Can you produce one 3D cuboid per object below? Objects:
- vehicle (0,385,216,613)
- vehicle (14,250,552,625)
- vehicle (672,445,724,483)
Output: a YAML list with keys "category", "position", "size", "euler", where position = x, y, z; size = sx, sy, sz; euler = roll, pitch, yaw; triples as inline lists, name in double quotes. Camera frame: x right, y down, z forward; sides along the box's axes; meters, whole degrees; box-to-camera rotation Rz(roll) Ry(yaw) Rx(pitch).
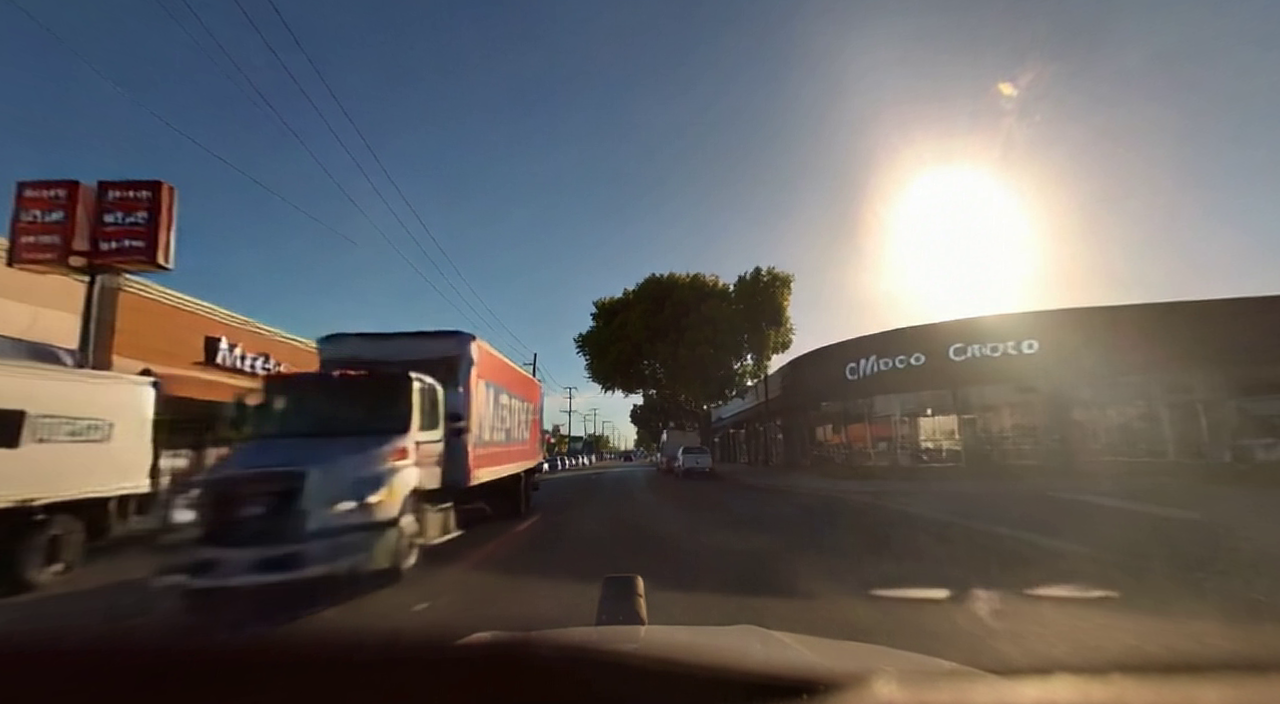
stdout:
- category: "vehicle"
  position: [-8.054, 1.469, 6.139]
  size: [2.737, 2.345, 7.210]
  euler: [0, -9, 1]
- category: "vehicle"
  position: [-3.912, 1.598, 11.634]
  size: [2.994, 3.308, 12.131]
  euler: [0, -9, -1]
- category: "vehicle"
  position: [2.929, 5.797, 33.020]
  size: [2.097, 1.784, 4.915]
  euler: [0, -9, -2]
